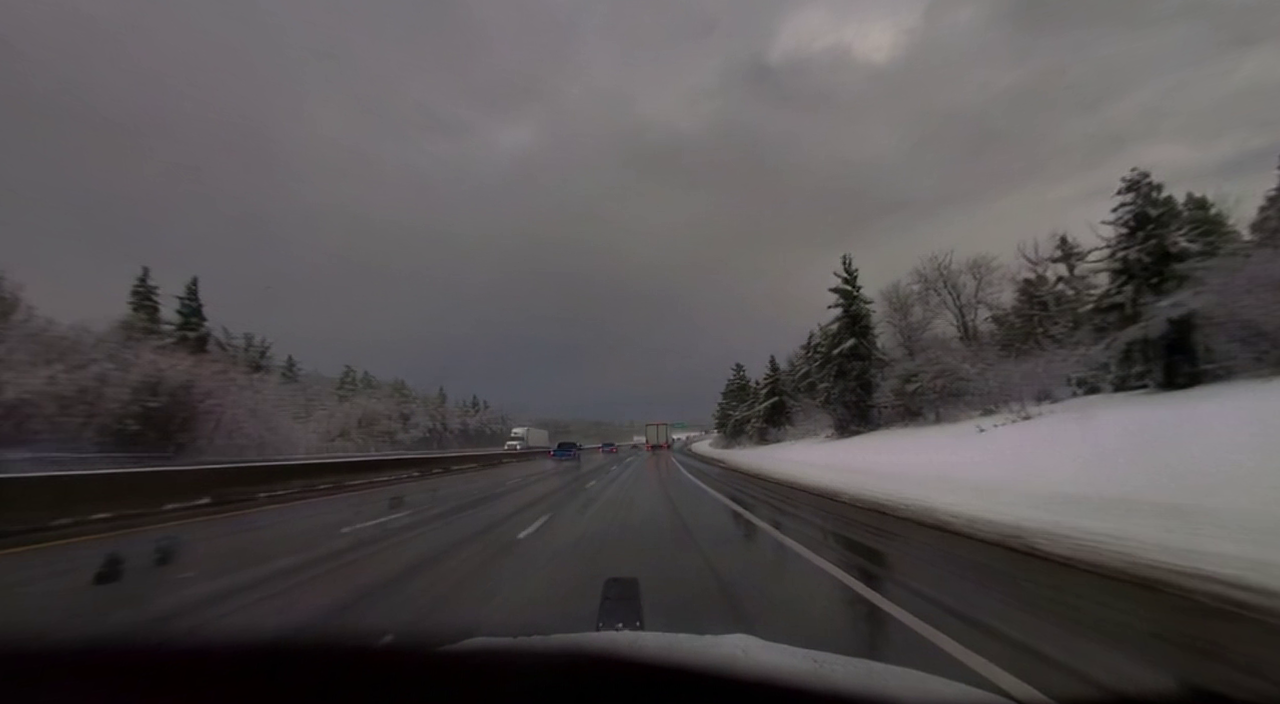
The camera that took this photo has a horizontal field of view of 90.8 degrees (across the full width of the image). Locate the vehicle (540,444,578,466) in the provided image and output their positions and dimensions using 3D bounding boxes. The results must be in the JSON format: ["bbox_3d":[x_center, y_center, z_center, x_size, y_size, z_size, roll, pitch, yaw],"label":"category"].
[{"bbox_3d":[-5.739,7.399,45.319,2.078,1.469,4.371,0,-9,1],"label":"vehicle"}]
